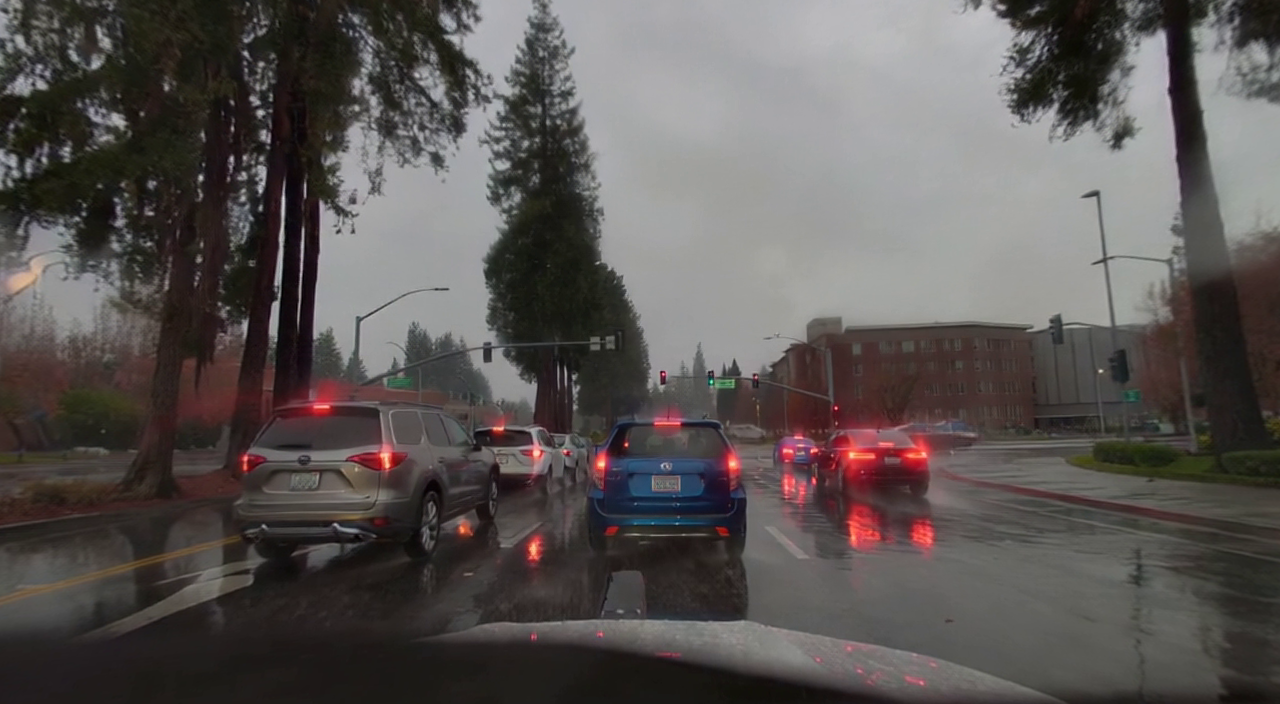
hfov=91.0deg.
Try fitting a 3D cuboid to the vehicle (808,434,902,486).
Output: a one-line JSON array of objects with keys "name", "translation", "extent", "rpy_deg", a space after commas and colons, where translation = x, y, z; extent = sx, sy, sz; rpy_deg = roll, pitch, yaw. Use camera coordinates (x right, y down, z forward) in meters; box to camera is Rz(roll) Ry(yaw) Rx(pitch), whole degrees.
[{"name": "vehicle", "translation": [7.295, 3.699, 21.822], "extent": [2.067, 1.599, 4.251], "rpy_deg": [-1, -8, 5]}]

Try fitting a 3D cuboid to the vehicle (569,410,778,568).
[{"name": "vehicle", "translation": [0.373, 1.749, 8.768], "extent": [2.189, 1.649, 4.171], "rpy_deg": [0, -8, 1]}]

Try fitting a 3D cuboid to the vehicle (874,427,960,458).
[{"name": "vehicle", "translation": [18.001, 5.909, 40.971], "extent": [4.855, 1.933, 2.096], "rpy_deg": [-4, -9, 25]}]

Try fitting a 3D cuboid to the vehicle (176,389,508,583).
[{"name": "vehicle", "translation": [-3.258, 1.578, 8.158], "extent": [2.085, 1.812, 4.388], "rpy_deg": [0, -8, 1]}]
